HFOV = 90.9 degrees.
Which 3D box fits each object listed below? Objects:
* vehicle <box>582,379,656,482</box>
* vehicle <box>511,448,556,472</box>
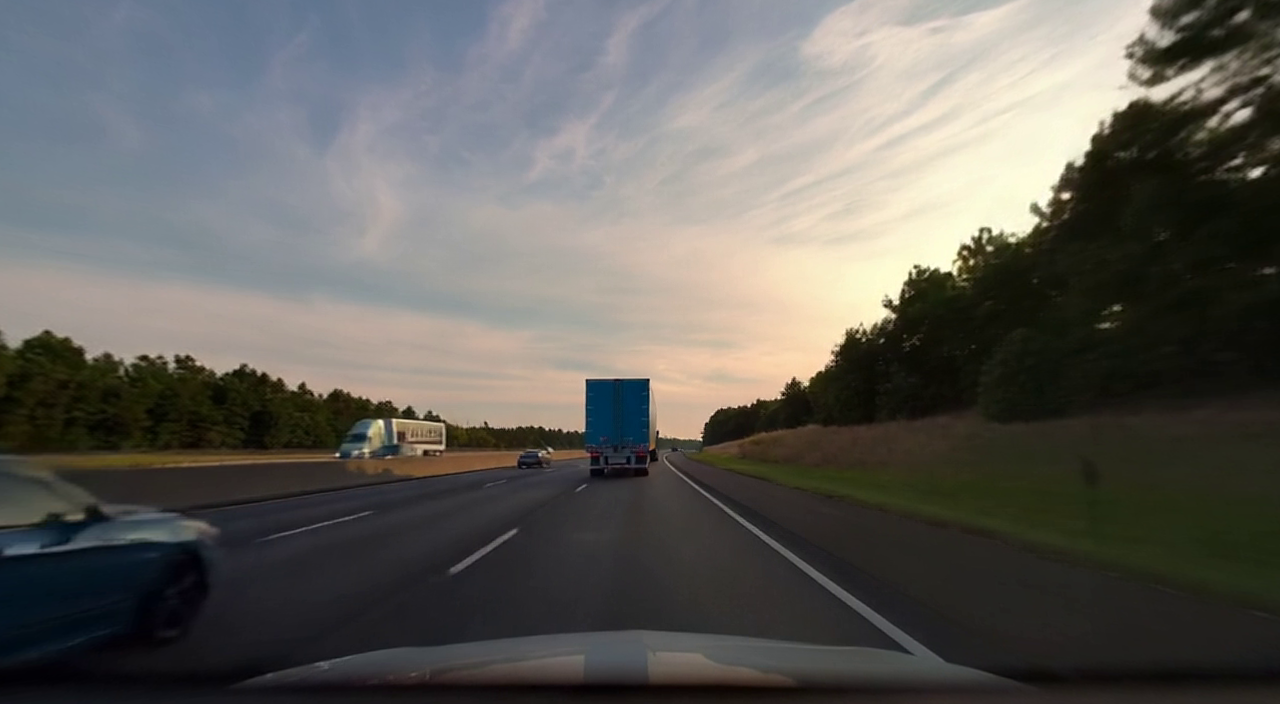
[{"bbox_3d":[-0.674,4.226,32.512,2.851,4.098,14.436,-1,-9,2],"label":"vehicle"},{"bbox_3d":[-6.660,6.788,39.827,1.967,1.420,4.473,0,-9,1],"label":"vehicle"}]
